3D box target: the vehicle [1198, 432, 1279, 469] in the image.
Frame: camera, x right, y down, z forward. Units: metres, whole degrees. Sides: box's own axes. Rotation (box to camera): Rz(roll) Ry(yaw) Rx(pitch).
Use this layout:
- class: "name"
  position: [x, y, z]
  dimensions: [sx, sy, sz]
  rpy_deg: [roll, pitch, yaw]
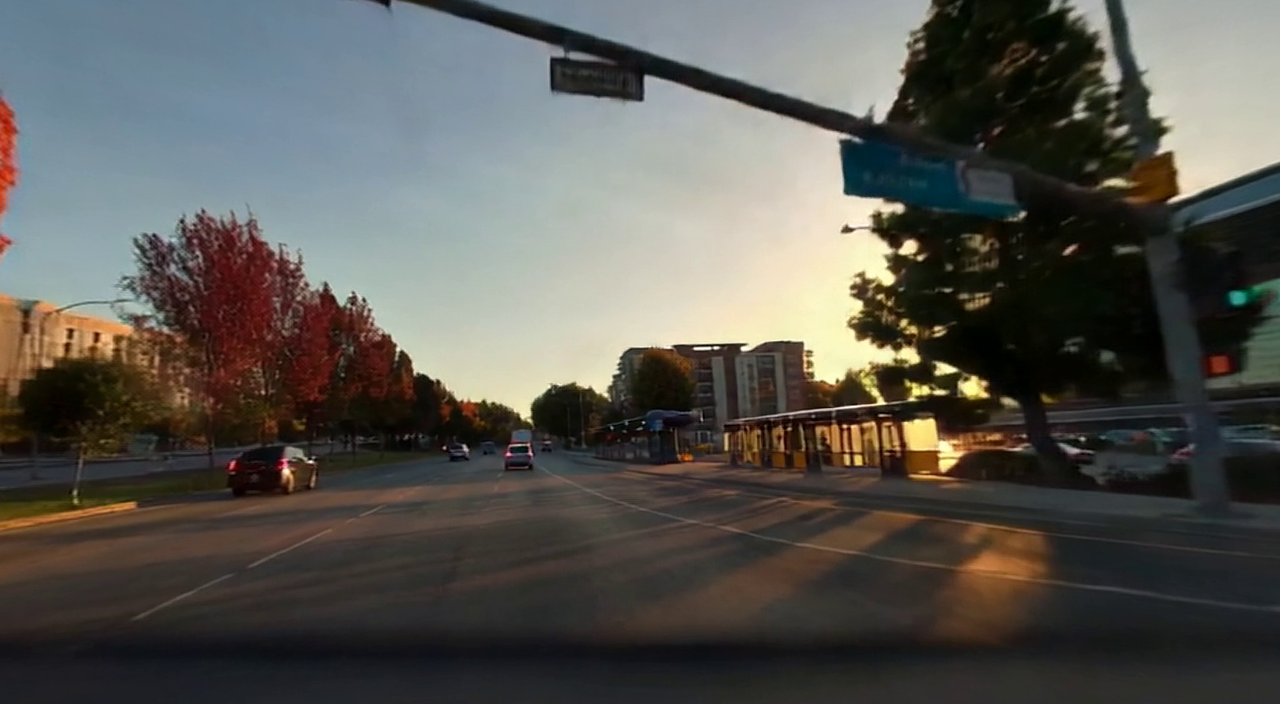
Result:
- class: "vehicle"
  position: [28.267, 4.378, 28.235]
  dimensions: [1.796, 1.445, 4.535]
  rpy_deg: [-3, -8, -14]

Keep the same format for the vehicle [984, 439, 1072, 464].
- class: "vehicle"
  position: [24.449, 6.265, 39.954]
  dimensions: [1.896, 1.459, 4.611]
  rpy_deg: [2, -9, -16]

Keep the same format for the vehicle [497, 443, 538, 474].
- class: "vehicle"
  position: [-7.810, 6.674, 39.837]
  dimensions: [2.345, 1.803, 4.261]
  rpy_deg: [2, -9, -13]

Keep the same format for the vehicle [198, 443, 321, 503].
- class: "vehicle"
  position: [-12.730, 4.013, 21.502]
  dimensions: [2.097, 1.782, 4.682]
  rpy_deg: [2, -9, -12]

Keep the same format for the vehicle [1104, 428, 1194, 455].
- class: "vehicle"
  position: [34.732, 6.157, 43.203]
  dimensions: [1.884, 1.717, 4.338]
  rpy_deg: [3, -9, -17]
